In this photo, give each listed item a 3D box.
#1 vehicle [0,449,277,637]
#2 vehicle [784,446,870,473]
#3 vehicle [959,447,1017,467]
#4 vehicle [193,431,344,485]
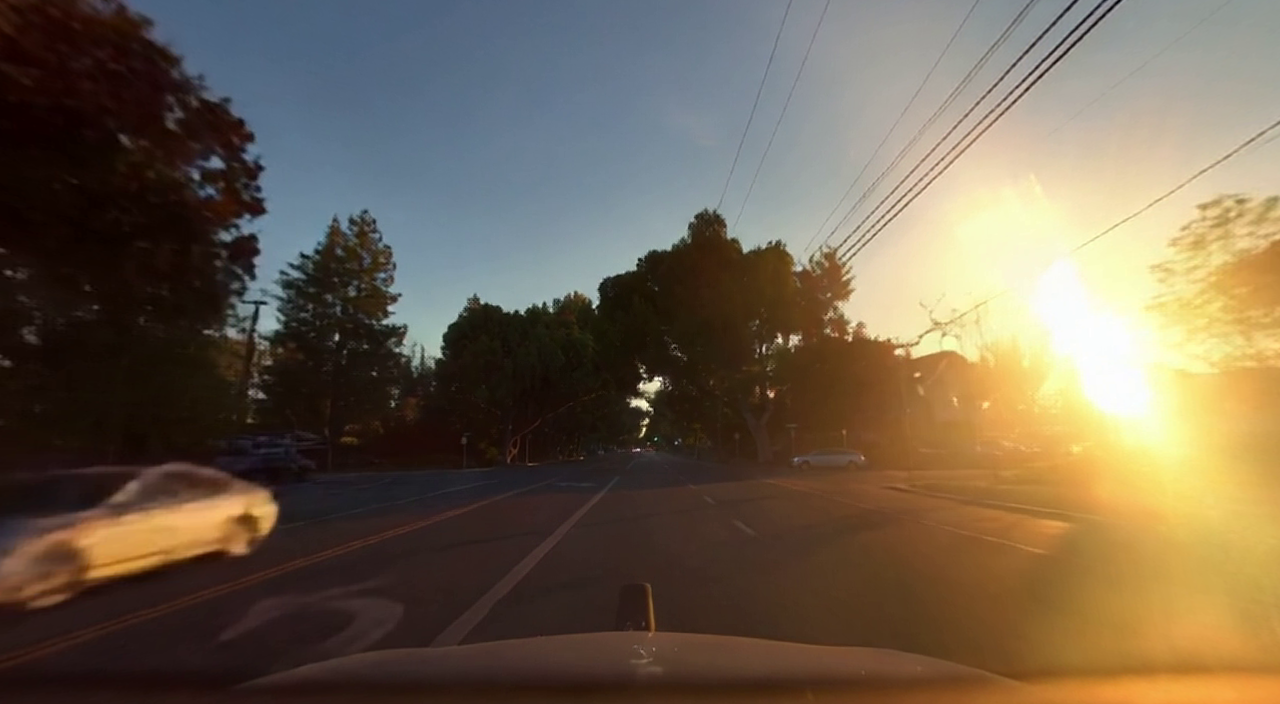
[{"bbox_3d":[-6.505,1.887,7.005,2.163,1.588,4.509,0,-9,1],"label":"vehicle"},{"bbox_3d":[11.436,6.604,38.789,4.565,1.600,2.023,1,-9,-5],"label":"vehicle"},{"bbox_3d":[27.330,8.221,49.642,1.787,1.465,4.681,0,-9,-2],"label":"vehicle"},{"bbox_3d":[-20.503,5.895,35.069,6.794,2.863,2.387,0,-9,1],"label":"vehicle"}]
